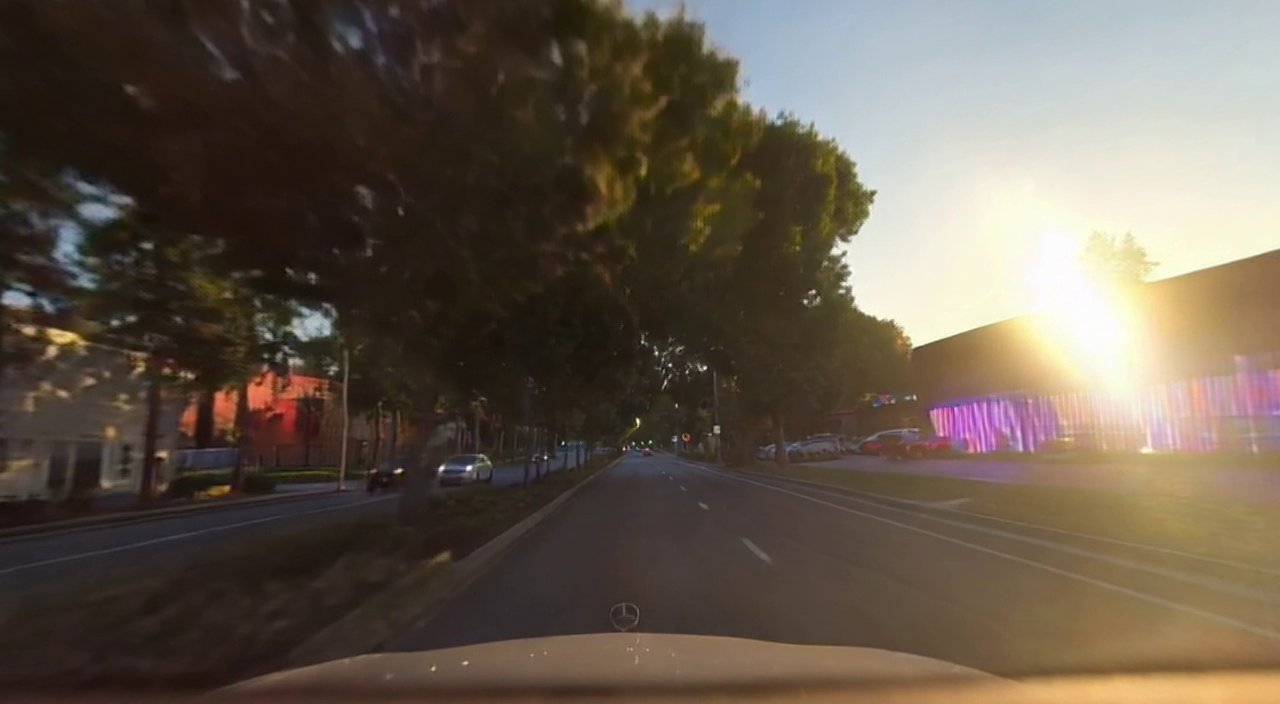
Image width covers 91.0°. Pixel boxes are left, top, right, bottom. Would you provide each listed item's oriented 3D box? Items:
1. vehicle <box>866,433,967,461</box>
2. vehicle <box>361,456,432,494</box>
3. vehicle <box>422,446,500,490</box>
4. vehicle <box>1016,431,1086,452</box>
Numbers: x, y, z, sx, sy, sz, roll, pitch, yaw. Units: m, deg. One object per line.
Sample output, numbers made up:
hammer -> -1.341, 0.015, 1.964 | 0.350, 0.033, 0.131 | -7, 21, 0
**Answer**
vehicle -> 16.220, 5.590, 37.113 | 4.947, 1.587, 2.133 | 0, -9, -3
vehicle -> -10.877, 5.496, 28.335 | 1.688, 1.419, 3.783 | -4, -9, 0
vehicle -> -7.852, 5.091, 28.111 | 2.129, 1.649, 4.647 | -3, -9, 0
vehicle -> 29.592, 6.486, 45.506 | 1.749, 1.436, 4.792 | 0, -9, 0
